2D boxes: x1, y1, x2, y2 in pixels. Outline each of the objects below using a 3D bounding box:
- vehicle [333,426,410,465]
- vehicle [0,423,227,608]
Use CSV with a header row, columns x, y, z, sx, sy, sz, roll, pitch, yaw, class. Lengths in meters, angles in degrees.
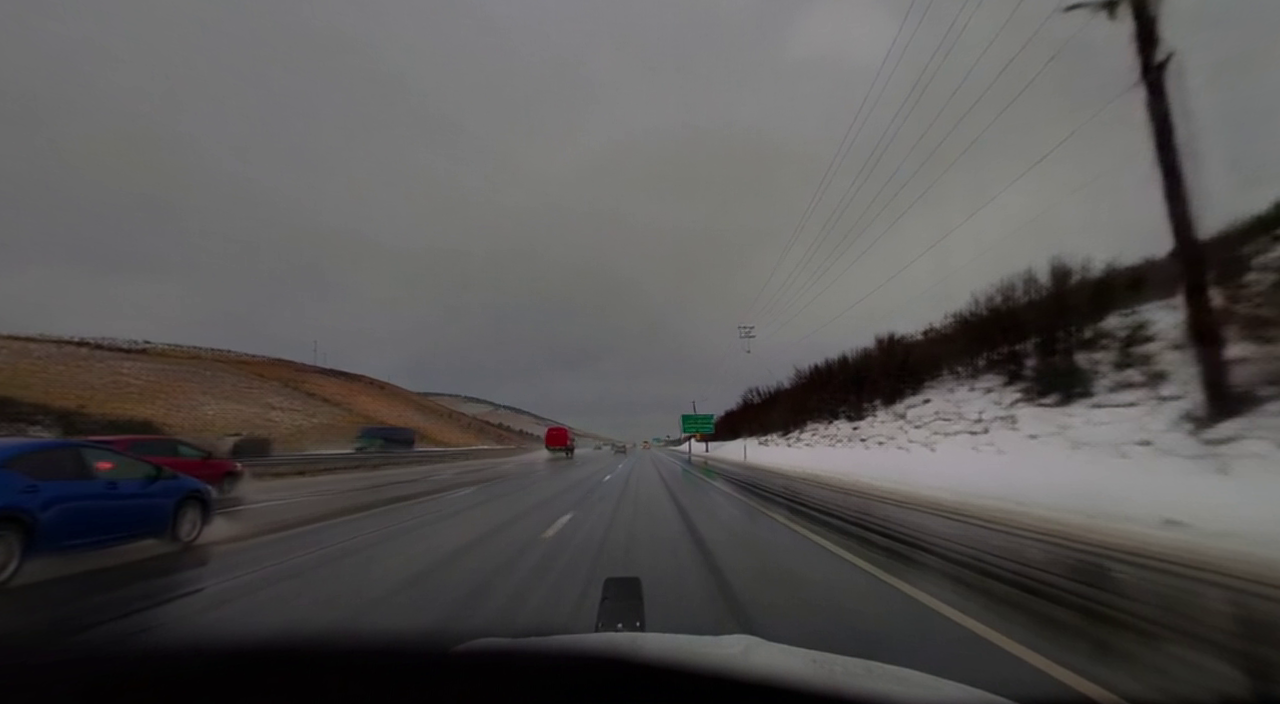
x,y,z,sx,sy,sz,roll,pitch,yaw,class
-17.187,6.074,40.781,2.331,2.289,5.787,0,-9,1,vehicle
-6.100,1.350,5.352,1.955,1.469,4.554,0,-9,2,vehicle
